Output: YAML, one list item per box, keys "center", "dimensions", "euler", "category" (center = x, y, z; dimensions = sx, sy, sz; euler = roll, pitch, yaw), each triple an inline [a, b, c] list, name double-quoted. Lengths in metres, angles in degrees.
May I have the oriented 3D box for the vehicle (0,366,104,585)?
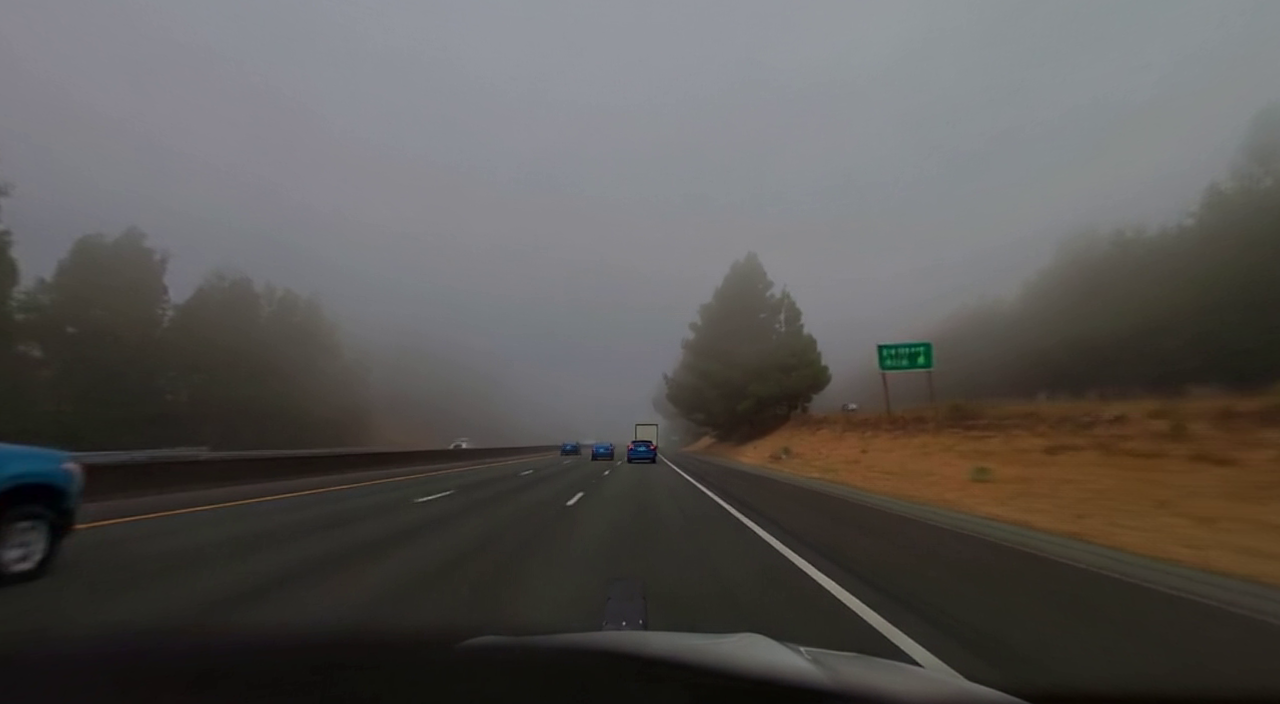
- center: [-6.910, 0.840, 3.800]
  dimensions: [2.323, 1.947, 5.672]
  euler: [0, -8, 0]
  category: "vehicle"

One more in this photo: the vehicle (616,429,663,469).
- center: [-0.014, 5.154, 33.668]
  dimensions: [2.309, 1.915, 5.130]
  euler: [0, -8, 0]
  category: "vehicle"
